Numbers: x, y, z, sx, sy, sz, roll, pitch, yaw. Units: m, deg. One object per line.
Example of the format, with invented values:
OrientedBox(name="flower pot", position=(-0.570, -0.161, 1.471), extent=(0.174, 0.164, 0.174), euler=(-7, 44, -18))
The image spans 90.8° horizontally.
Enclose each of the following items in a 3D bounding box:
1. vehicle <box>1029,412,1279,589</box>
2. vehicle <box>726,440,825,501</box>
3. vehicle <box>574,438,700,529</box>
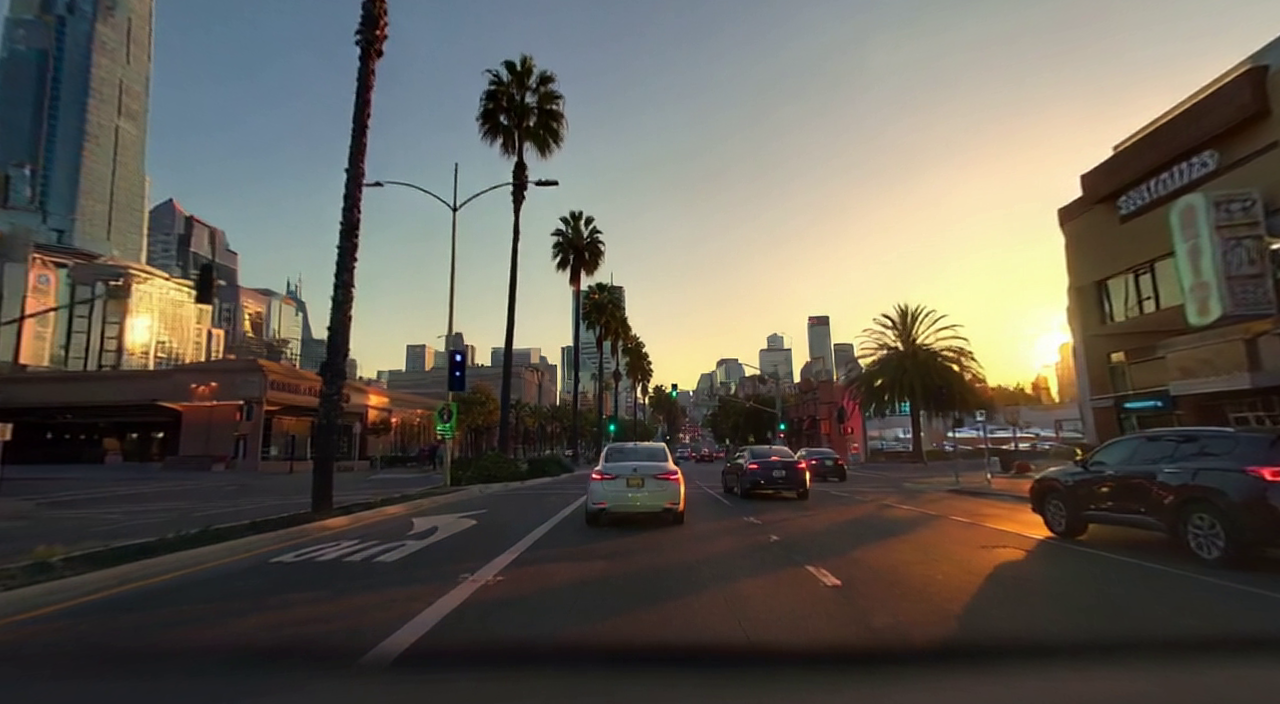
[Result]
OrientedBox(name="vehicle", position=(7.056, 1.658, 7.680), extent=(1.940, 1.674, 4.085), euler=(0, -8, -1))
OrientedBox(name="vehicle", position=(3.770, 3.361, 18.366), extent=(1.892, 1.532, 4.177), euler=(0, -8, -1))
OrientedBox(name="vehicle", position=(-0.091, 2.492, 12.569), extent=(2.110, 1.487, 3.873), euler=(0, -8, -1))
